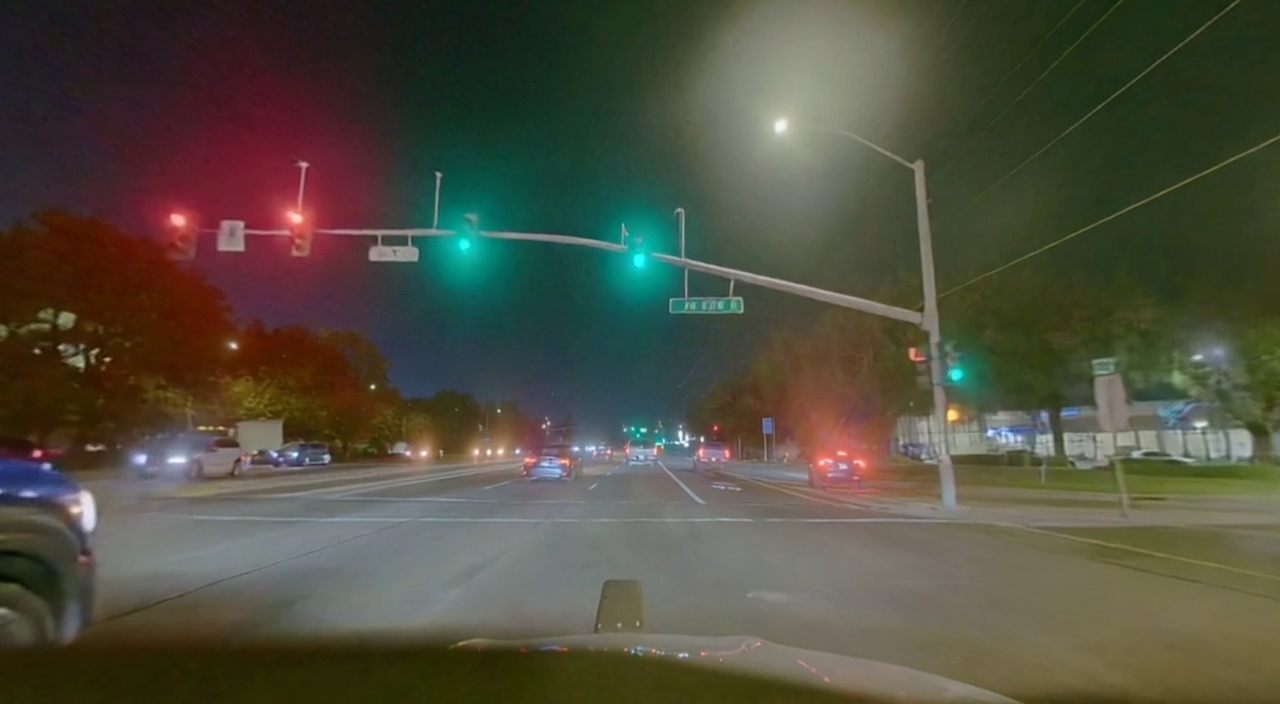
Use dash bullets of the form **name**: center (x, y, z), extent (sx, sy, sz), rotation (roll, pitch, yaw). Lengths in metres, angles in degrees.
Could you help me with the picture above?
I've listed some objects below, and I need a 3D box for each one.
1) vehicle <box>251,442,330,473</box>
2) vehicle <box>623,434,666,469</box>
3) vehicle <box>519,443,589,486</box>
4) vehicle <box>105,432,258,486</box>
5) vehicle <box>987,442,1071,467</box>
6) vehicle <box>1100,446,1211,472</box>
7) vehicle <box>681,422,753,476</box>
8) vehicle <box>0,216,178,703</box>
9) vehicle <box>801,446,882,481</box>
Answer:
- **vehicle**: center (-20.974, 6.357, 38.173), extent (2.129, 1.668, 4.614), rotation (-1, -9, 0)
- **vehicle**: center (0.291, 6.573, 41.908), extent (2.643, 2.145, 5.585), rotation (0, -8, 0)
- **vehicle**: center (-3.174, 4.247, 24.200), extent (1.939, 1.494, 4.499), rotation (0, -8, 1)
- **vehicle**: center (-17.806, 4.170, 24.987), extent (2.000, 1.894, 5.301), rotation (0, -8, 1)
- **vehicle**: center (27.430, 7.214, 44.704), extent (2.012, 1.701, 4.524), rotation (5, -10, -31)
- **vehicle**: center (30.836, 6.384, 37.924), extent (1.868, 1.447, 4.690), rotation (5, -10, -29)
- **vehicle**: center (4.014, 5.284, 34.468), extent (2.905, 2.636, 6.895), rotation (0, -9, -1)
- **vehicle**: center (-3.745, 0.248, 0.308), extent (2.402, 2.194, 6.051), rotation (0, -8, 0)
- **vehicle**: center (10.090, 5.590, 32.000), extent (2.010, 1.633, 4.246), rotation (2, -9, -11)
